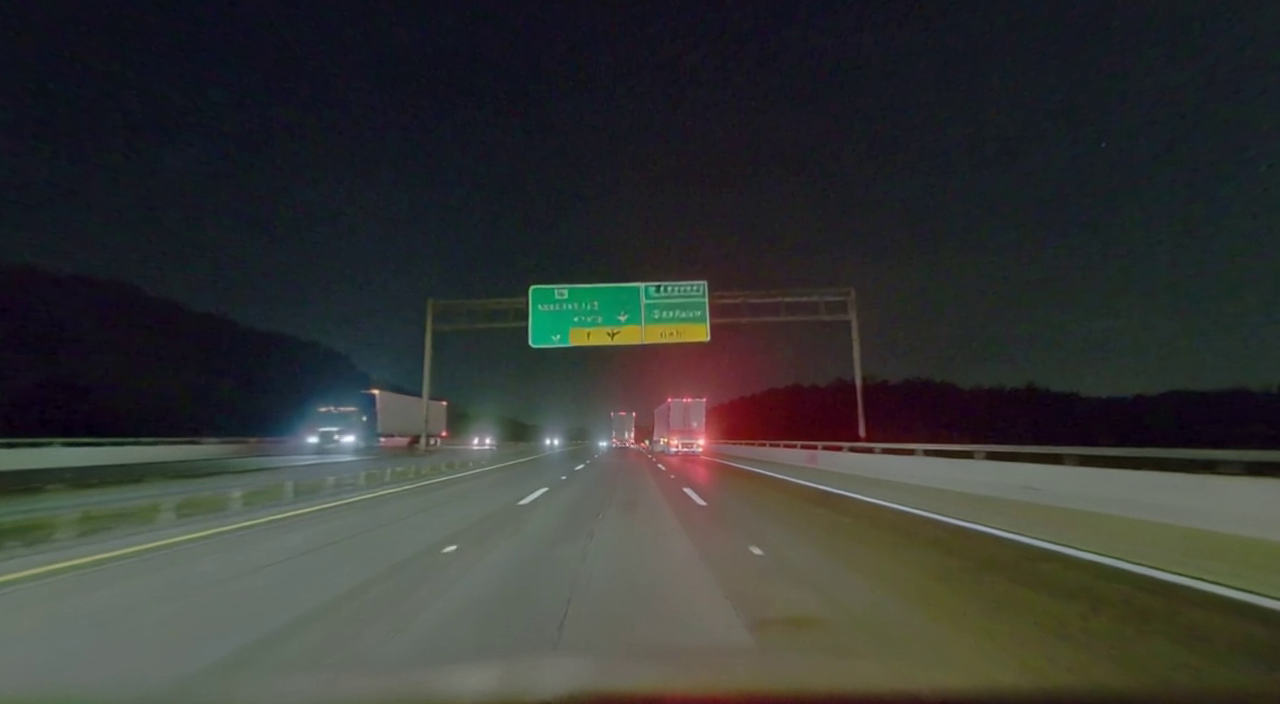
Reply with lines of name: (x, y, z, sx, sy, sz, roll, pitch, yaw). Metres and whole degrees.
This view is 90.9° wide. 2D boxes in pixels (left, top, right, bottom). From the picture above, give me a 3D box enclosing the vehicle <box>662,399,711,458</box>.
vehicle: (3.300, 5.786, 47.224, 2.873, 3.998, 8.286, 0, -8, -1)
